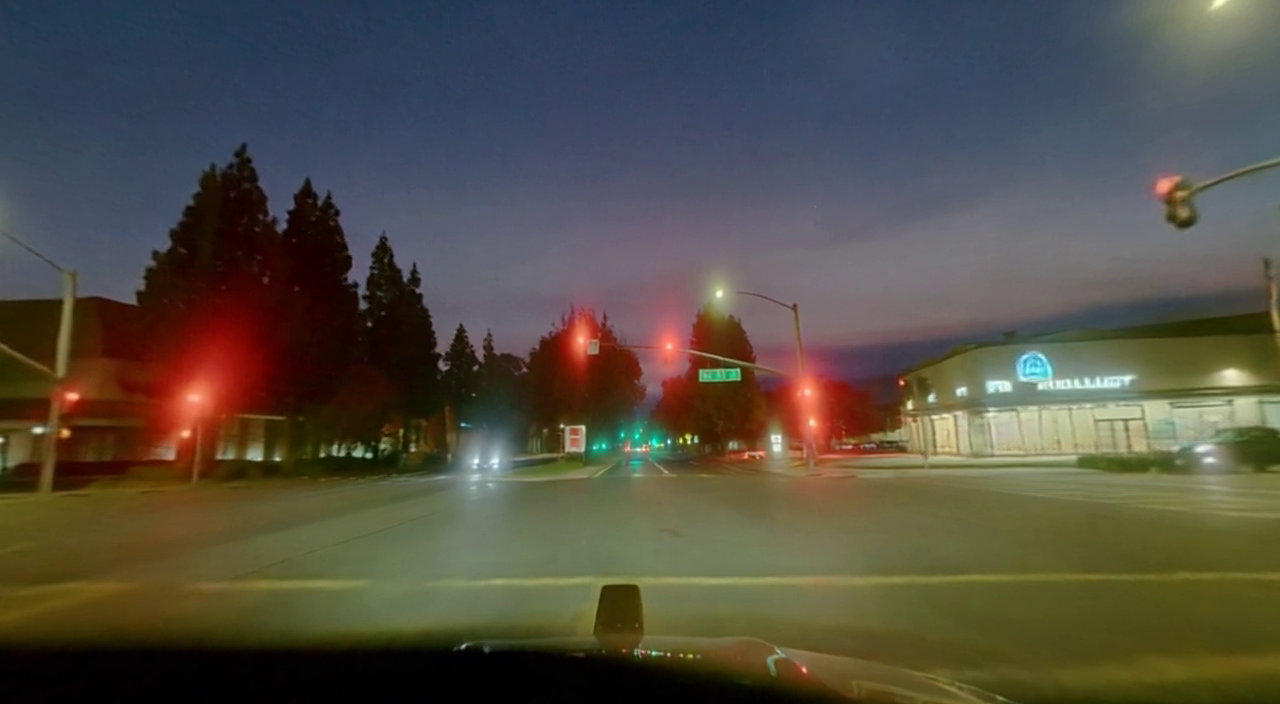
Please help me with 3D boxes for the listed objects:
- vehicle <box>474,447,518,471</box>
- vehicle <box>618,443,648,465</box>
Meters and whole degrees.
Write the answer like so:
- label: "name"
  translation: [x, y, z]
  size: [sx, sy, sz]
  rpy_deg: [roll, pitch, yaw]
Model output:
- label: "vehicle"
  translation: [-9.052, 6.732, 40.010]
  size: [1.777, 1.438, 4.190]
  rpy_deg: [0, -8, 0]
- label: "vehicle"
  translation: [-0.525, 7.180, 44.632]
  size: [2.045, 1.510, 3.690]
  rpy_deg: [0, -8, -1]
